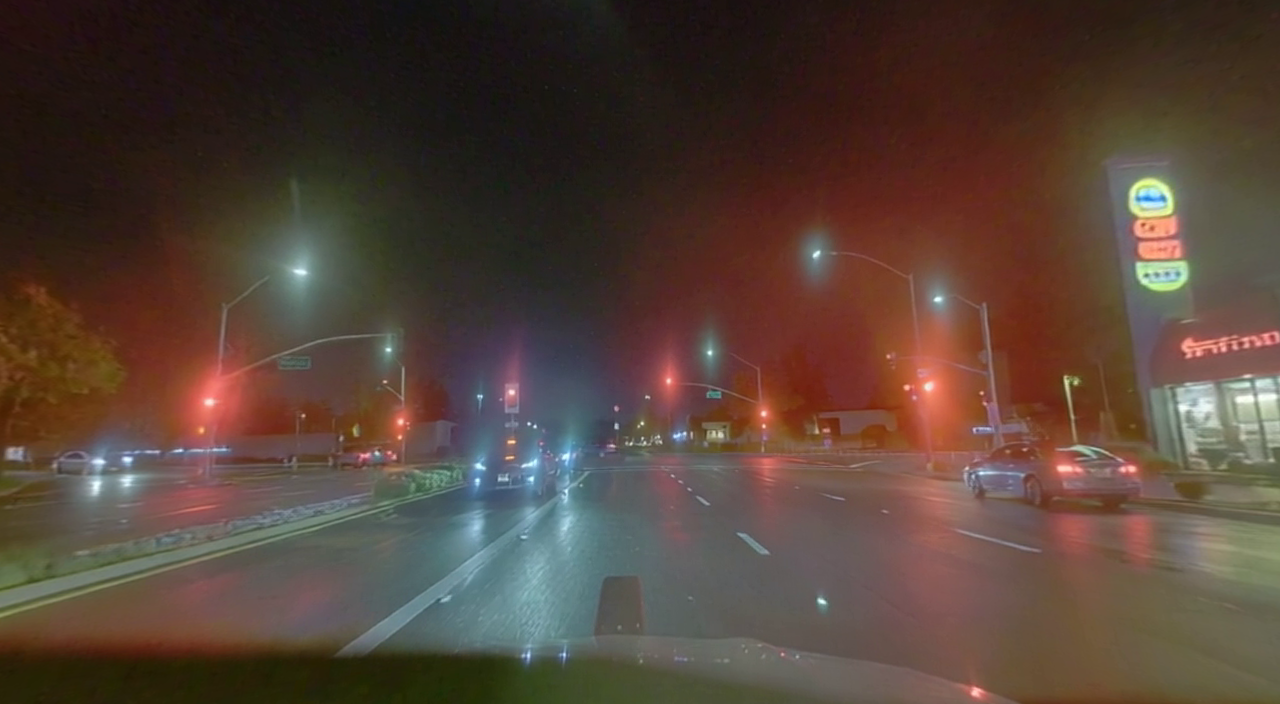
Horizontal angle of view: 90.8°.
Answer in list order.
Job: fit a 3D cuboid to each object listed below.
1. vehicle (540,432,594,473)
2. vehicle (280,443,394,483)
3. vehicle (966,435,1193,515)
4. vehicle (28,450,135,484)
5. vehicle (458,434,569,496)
[{"bbox_3d":[-3.334,4.720,29.798,2.040,1.775,4.433,0,-8,0],"label":"vehicle"},{"bbox_3d":[-12.228,4.469,25.848,1.873,1.485,4.382,-2,-9,11],"label":"vehicle"},{"bbox_3d":[9.276,2.607,13.903,1.936,1.460,4.258,0,-8,1],"label":"vehicle"},{"bbox_3d":[-28.047,5.733,31.721,5.228,1.539,2.009,-4,-9,25],"label":"vehicle"},{"bbox_3d":[-3.366,3.124,17.888,2.121,1.481,4.708,0,-8,1],"label":"vehicle"}]
